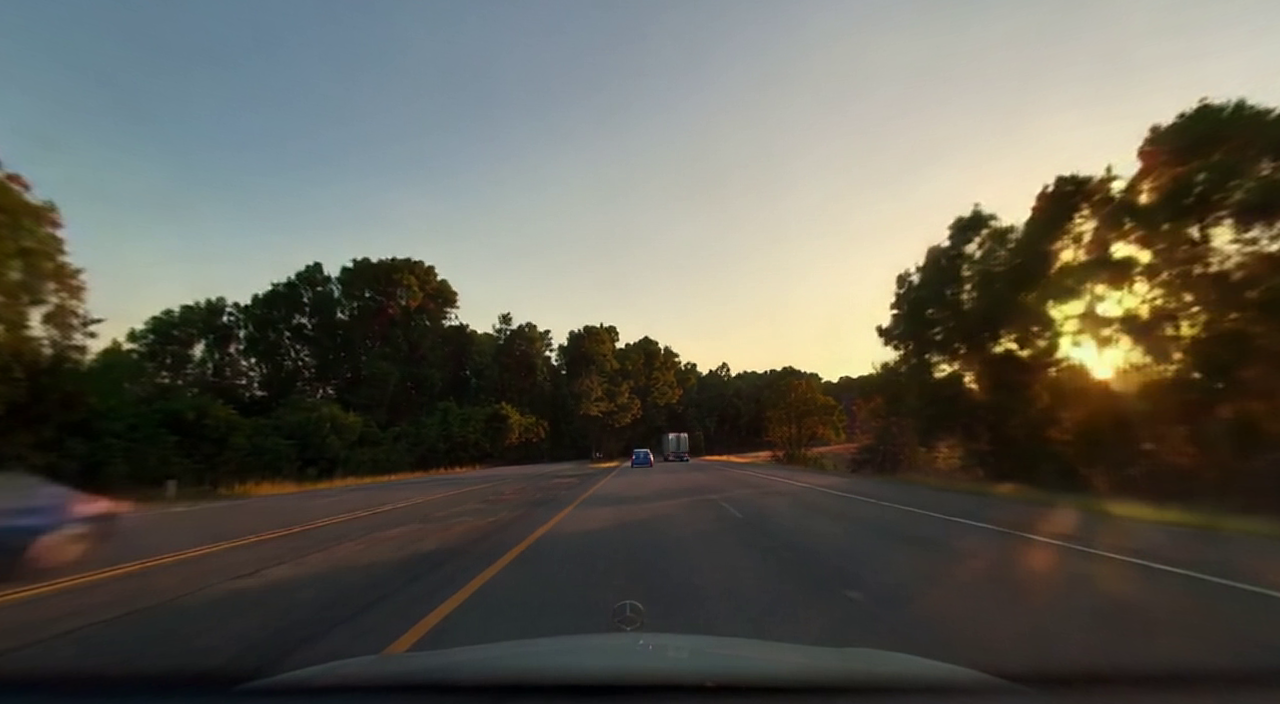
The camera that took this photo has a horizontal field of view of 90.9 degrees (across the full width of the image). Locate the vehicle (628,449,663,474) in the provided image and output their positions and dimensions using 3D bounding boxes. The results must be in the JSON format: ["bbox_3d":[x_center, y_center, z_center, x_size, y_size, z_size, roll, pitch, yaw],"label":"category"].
[{"bbox_3d":[0.292,6.367,36.847,1.926,1.386,3.615,0,-9,0],"label":"vehicle"}]
